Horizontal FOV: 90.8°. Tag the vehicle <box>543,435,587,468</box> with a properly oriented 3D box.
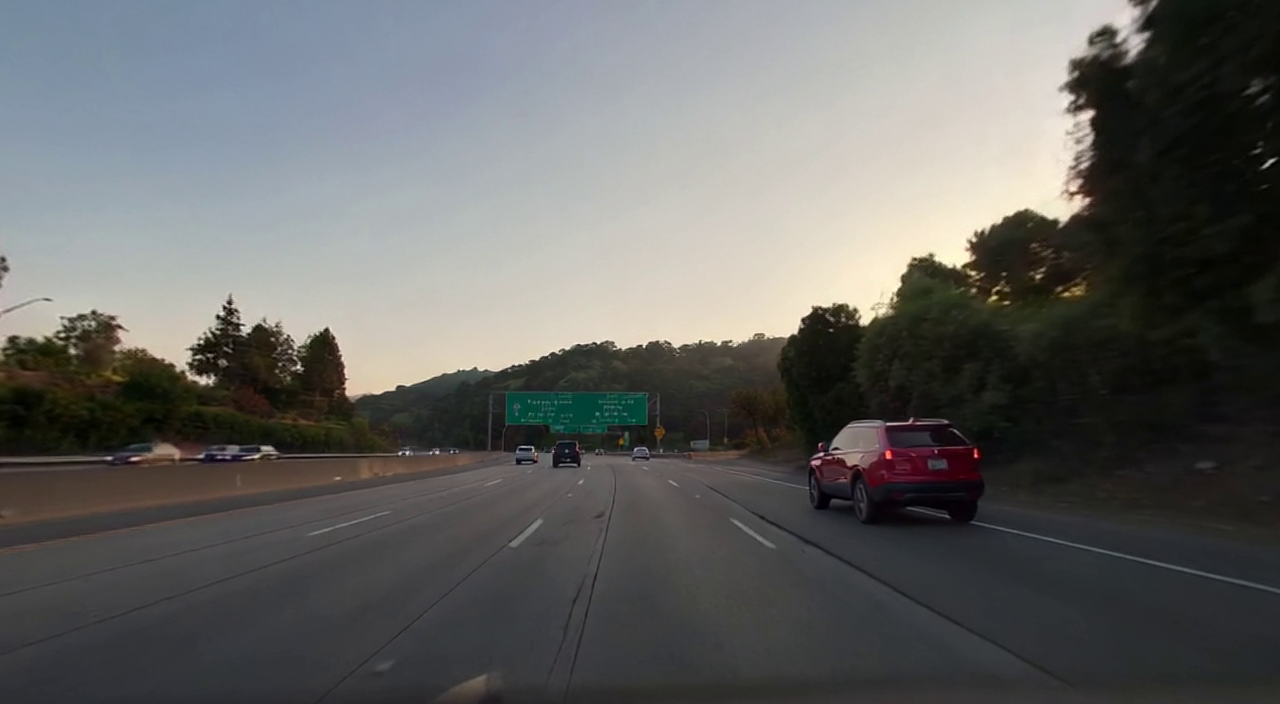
[{"bbox_3d":[-5.066,6.863,43.649,2.537,2.121,5.251,0,-9,-2],"label":"vehicle"}]

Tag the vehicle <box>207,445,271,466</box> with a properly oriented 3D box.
[{"bbox_3d":[-29.844,7.681,47.178,1.954,1.483,4.712,1,-9,-4],"label":"vehicle"}]

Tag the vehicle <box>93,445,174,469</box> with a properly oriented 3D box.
[{"bbox_3d":[-32.587,6.774,40.806,2.008,1.479,3.987,1,-9,-3],"label":"vehicle"}]

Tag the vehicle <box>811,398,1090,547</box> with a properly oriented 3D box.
[{"bbox_3d":[4.660,1.919,10.603,2.103,1.903,4.837,0,-9,-2],"label":"vehicle"}]
